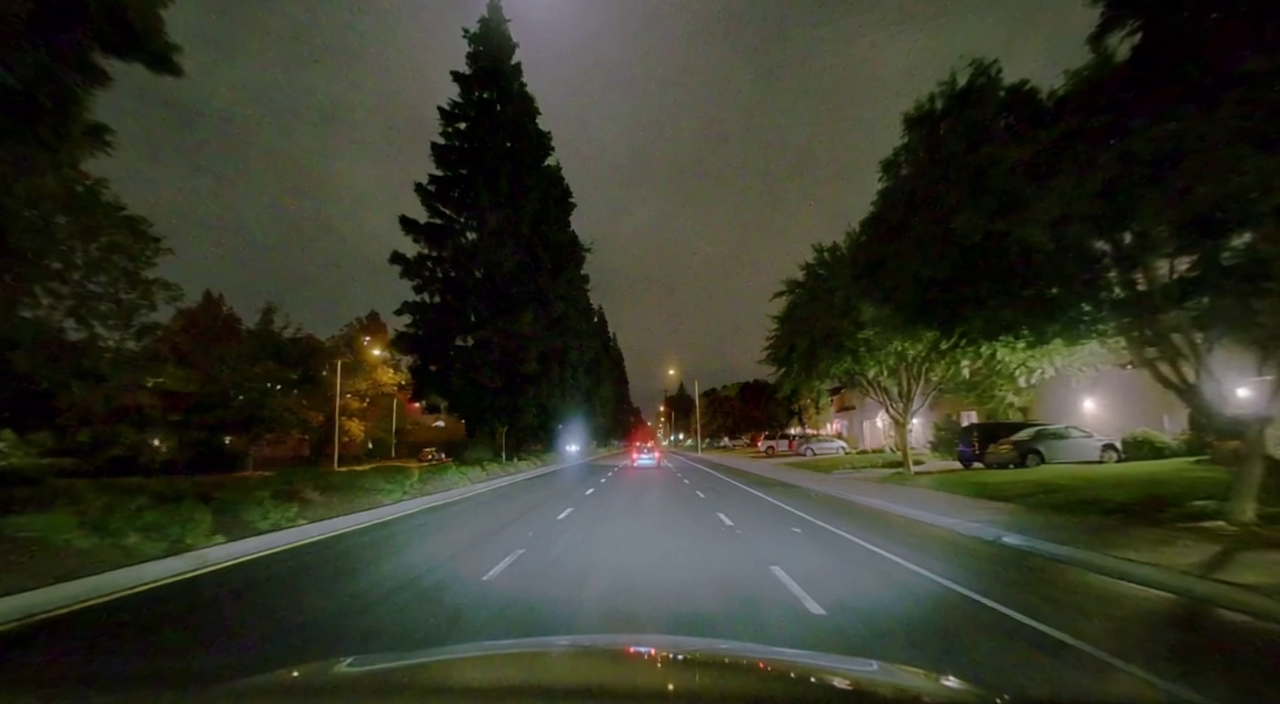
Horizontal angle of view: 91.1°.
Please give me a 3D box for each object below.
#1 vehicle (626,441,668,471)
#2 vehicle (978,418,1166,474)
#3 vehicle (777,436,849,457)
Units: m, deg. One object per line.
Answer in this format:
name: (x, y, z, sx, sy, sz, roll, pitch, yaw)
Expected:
vehicle: (0.368, 5.501, 33.355, 2.054, 1.456, 4.003, 0, -8, 1)
vehicle: (13.577, 2.952, 19.962, 4.447, 1.519, 1.955, -2, -6, 1)
vehicle: (12.739, 6.962, 46.370, 4.787, 1.494, 1.887, 0, -8, 0)
